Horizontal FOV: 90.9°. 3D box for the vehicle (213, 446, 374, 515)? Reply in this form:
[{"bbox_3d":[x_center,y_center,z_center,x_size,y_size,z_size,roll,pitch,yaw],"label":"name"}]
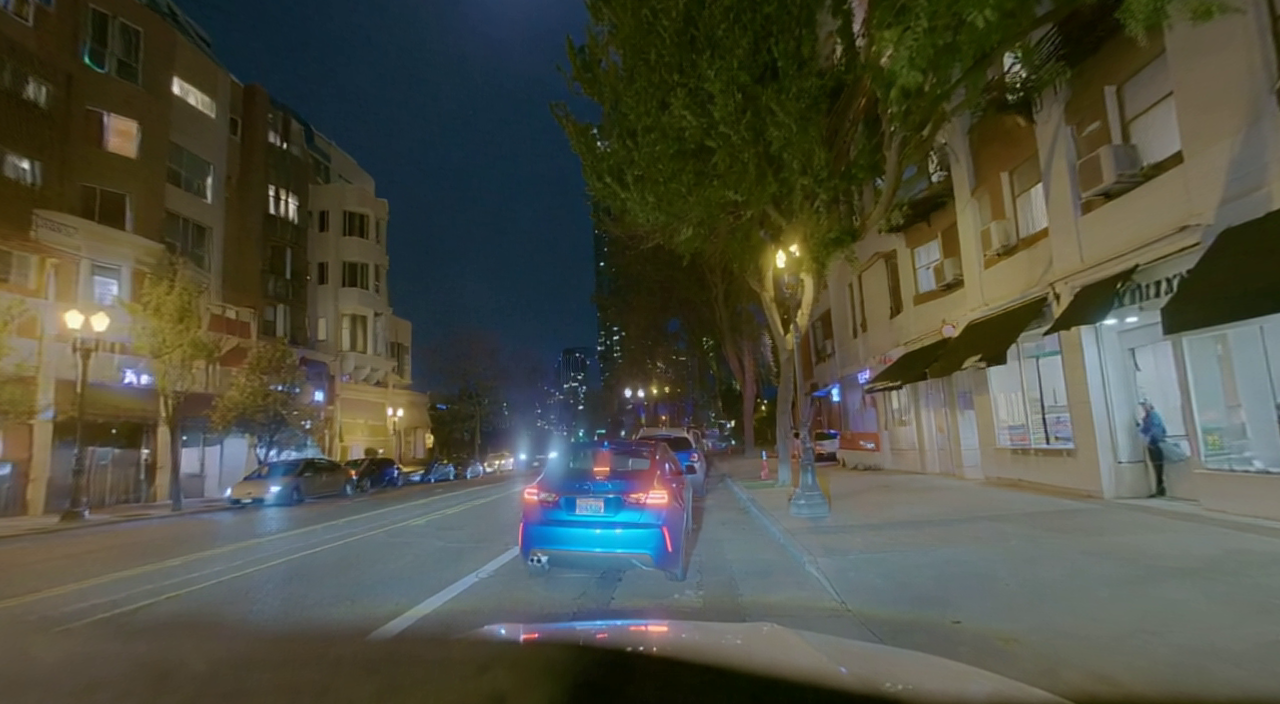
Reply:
[{"bbox_3d":[-11.006,4.067,20.589,2.081,1.718,5.342,-6,-9,3],"label":"vehicle"}]

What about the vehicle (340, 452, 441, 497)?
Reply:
[{"bbox_3d":[-10.256,5.030,26.280,1.826,1.432,4.556,-7,-9,8],"label":"vehicle"}]

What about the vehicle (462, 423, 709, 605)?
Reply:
[{"bbox_3d":[-0.273,1.635,7.295,1.939,1.478,3.922,-2,-8,9],"label":"vehicle"}]

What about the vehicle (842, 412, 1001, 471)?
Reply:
[{"bbox_3d":[9.010,2.828,20.220,4.558,1.528,1.915,0,-8,-23],"label":"vehicle"}]
